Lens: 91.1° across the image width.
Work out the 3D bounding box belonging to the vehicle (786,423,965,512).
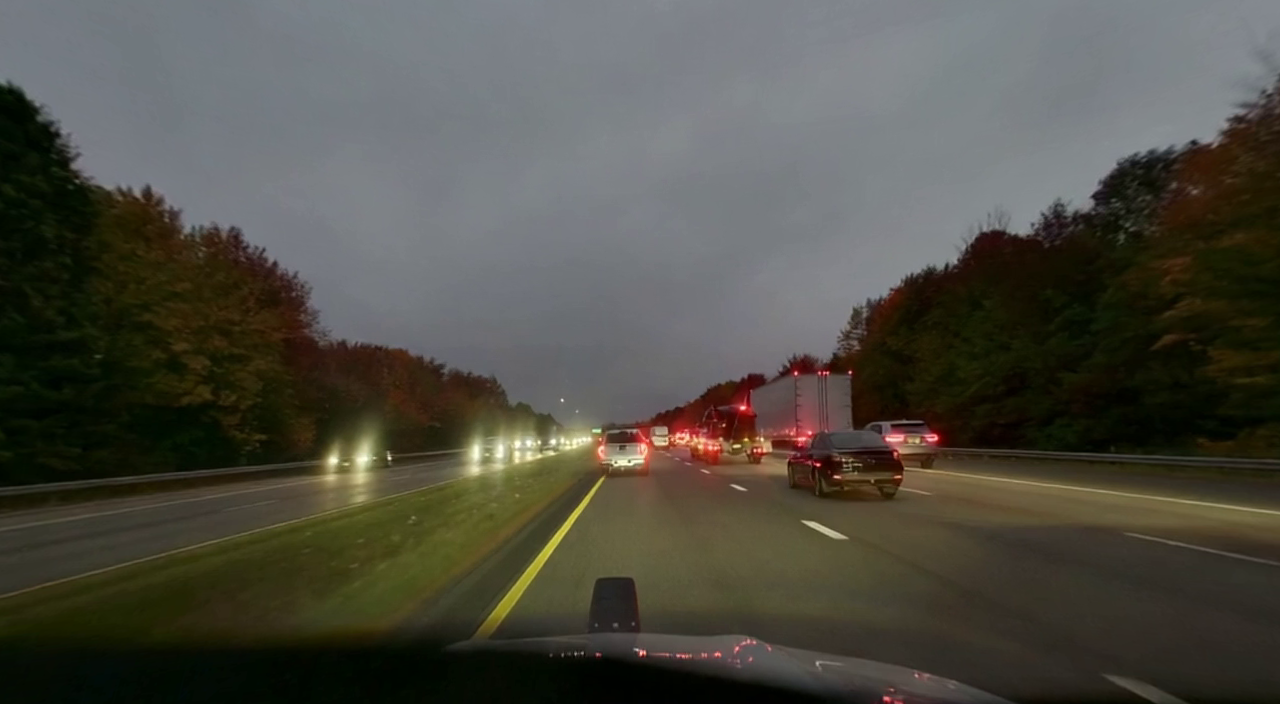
[{"bbox_3d":[4.567,2.274,12.970,2.040,1.523,4.068,0,-8,-1],"label":"vehicle"}]

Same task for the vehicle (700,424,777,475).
[{"bbox_3d":[3.571,3.605,23.547,2.147,1.707,3.963,0,-8,-2],"label":"vehicle"}]

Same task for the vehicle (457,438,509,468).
[{"bbox_3d":[-9.170,5.903,37.057,2.051,1.679,4.148,0,-8,0],"label":"vehicle"}]

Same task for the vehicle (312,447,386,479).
[{"bbox_3d":[-15.392,5.877,33.508,1.976,1.500,4.233,0,-8,-1],"label":"vehicle"}]

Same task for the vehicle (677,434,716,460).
[{"bbox_3d":[3.409,5.824,38.721,1.865,1.471,3.916,0,-8,-2],"label":"vehicle"}]

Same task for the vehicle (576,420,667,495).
[{"bbox_3d":[-0.474,2.741,16.783,2.087,1.709,4.455,0,-8,-1],"label":"vehicle"}]
